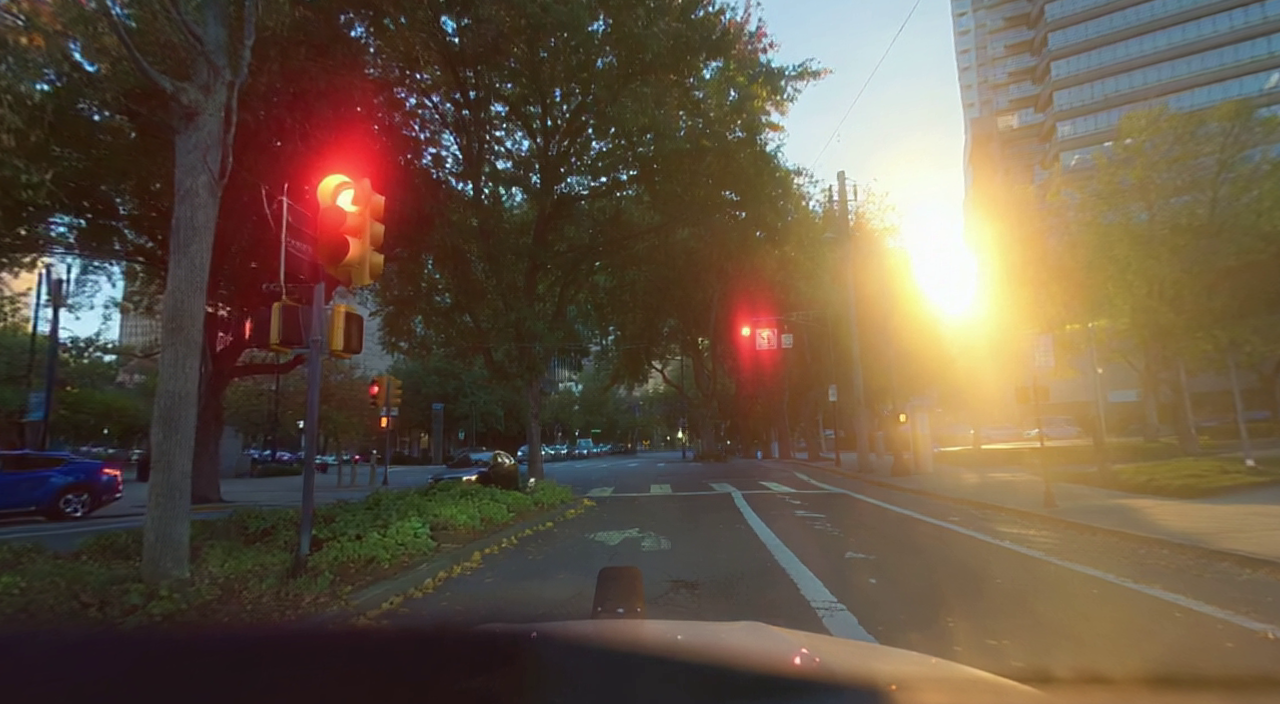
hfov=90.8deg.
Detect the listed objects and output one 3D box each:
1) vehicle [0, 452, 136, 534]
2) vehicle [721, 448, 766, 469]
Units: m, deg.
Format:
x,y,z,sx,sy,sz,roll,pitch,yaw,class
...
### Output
x,y,z,sx,sy,sz,roll,pitch,yaw,class
-12.872,2.717,12.286,4.598,1.490,1.816,7,-11,-40,vehicle
7.860,8.123,48.415,1.829,1.440,4.384,2,-9,-14,vehicle
